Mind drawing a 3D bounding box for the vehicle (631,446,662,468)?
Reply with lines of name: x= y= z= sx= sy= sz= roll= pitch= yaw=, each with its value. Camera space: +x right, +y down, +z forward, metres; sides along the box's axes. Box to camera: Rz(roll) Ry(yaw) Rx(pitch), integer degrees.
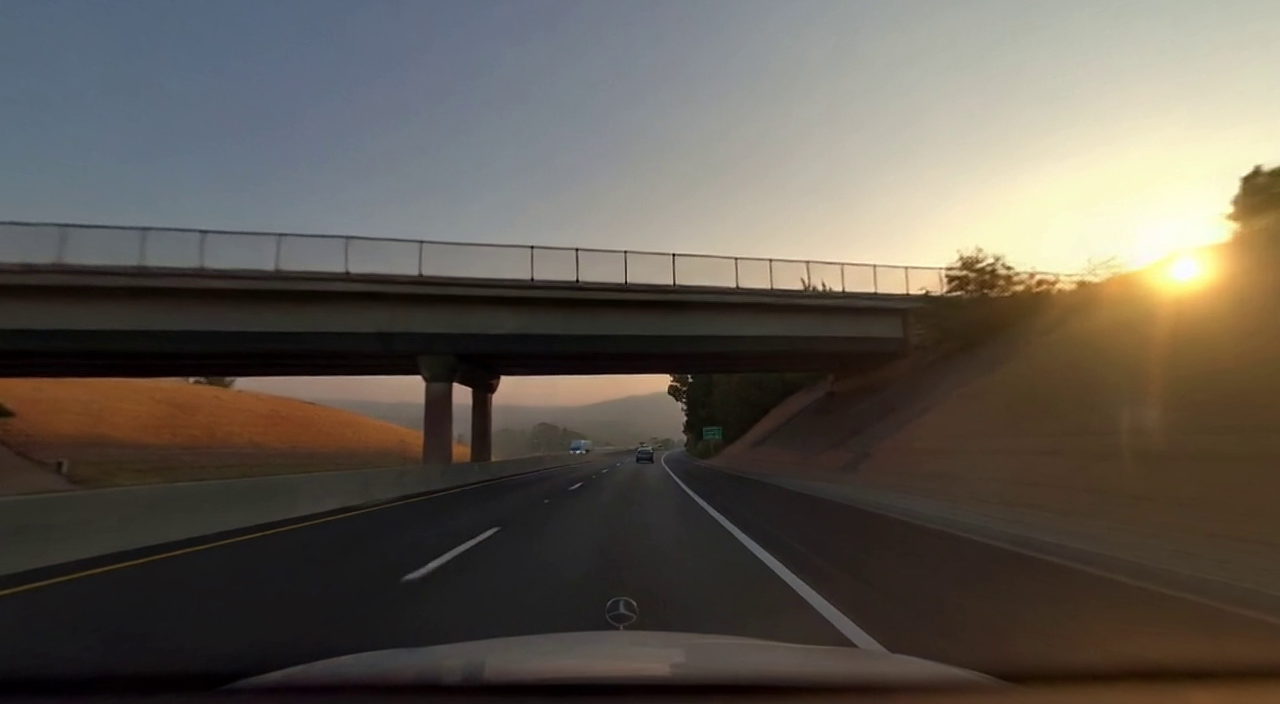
vehicle: x=0.527 y=7.866 z=47.375 sx=2.221 sy=1.603 sz=4.149 roll=0 pitch=-9 yaw=1
